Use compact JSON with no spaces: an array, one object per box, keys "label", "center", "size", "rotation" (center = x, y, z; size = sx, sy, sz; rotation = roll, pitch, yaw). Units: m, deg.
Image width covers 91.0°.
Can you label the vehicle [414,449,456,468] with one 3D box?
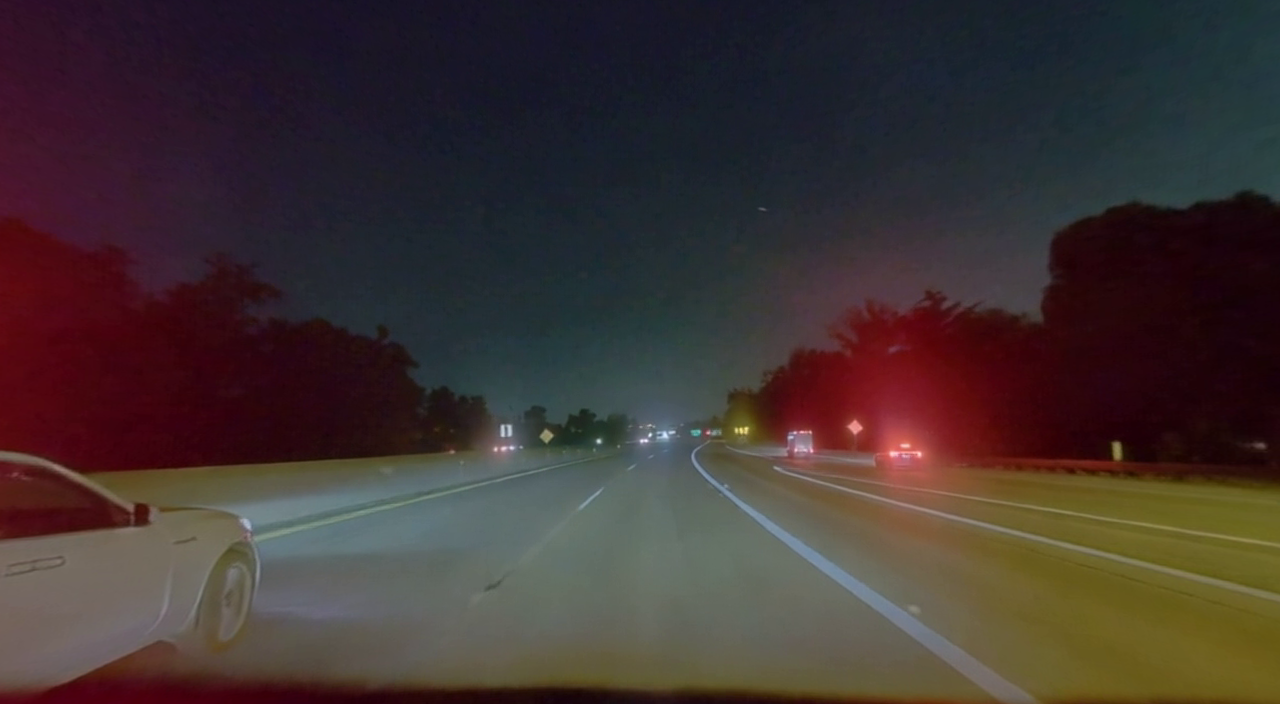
[{"label":"vehicle","center":[-14.742,7.684,45.436],"size":[1.651,1.224,3.682],"rotation":[-1,-8,3]}]
